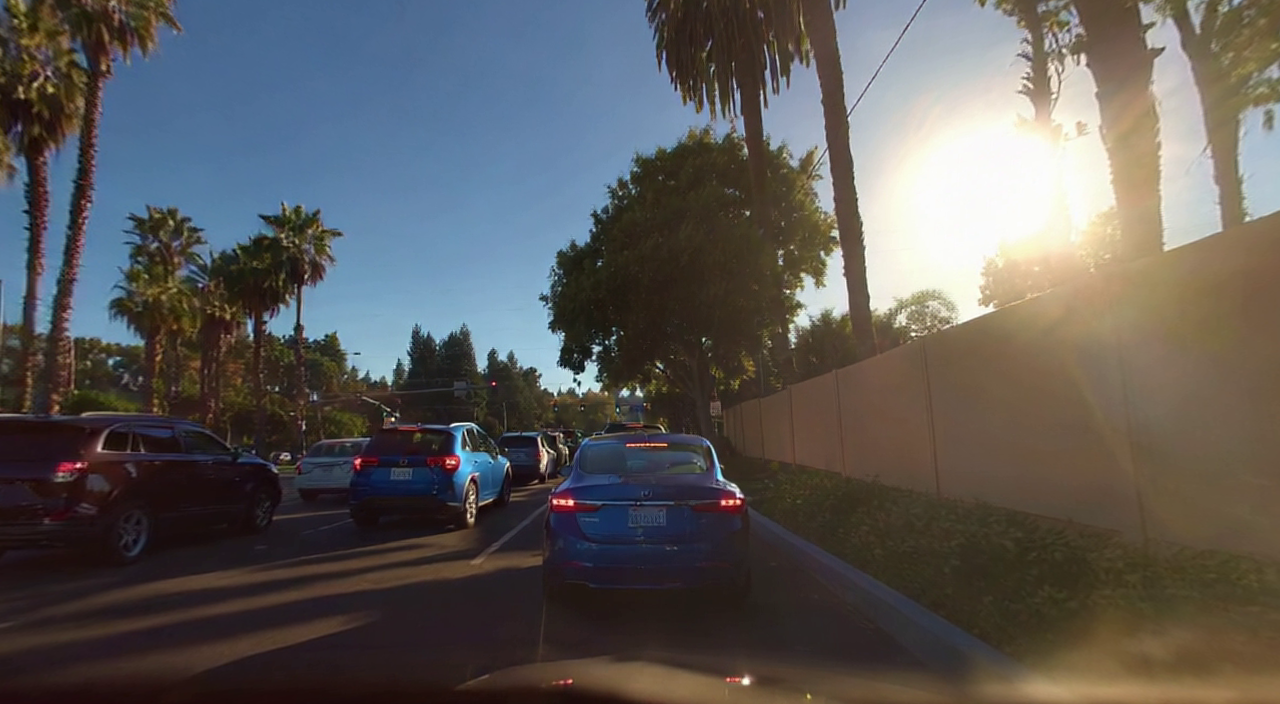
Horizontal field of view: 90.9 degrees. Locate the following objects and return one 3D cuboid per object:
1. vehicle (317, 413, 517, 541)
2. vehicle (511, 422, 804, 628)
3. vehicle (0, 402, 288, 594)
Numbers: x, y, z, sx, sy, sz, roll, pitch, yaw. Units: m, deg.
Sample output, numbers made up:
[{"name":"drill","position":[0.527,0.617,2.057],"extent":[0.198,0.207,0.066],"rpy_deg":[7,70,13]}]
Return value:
[{"name":"vehicle","position":[-3.485,2.028,10.838],"extent":[2.007,1.746,4.136],"rpy_deg":[0,-8,-2]},{"name":"vehicle","position":[0.064,1.576,6.795],"extent":[2.128,1.473,4.272],"rpy_deg":[0,-8,-2]},{"name":"vehicle","position":[-6.680,1.650,7.981],"extent":[1.963,1.721,4.467],"rpy_deg":[0,-8,-2]}]
